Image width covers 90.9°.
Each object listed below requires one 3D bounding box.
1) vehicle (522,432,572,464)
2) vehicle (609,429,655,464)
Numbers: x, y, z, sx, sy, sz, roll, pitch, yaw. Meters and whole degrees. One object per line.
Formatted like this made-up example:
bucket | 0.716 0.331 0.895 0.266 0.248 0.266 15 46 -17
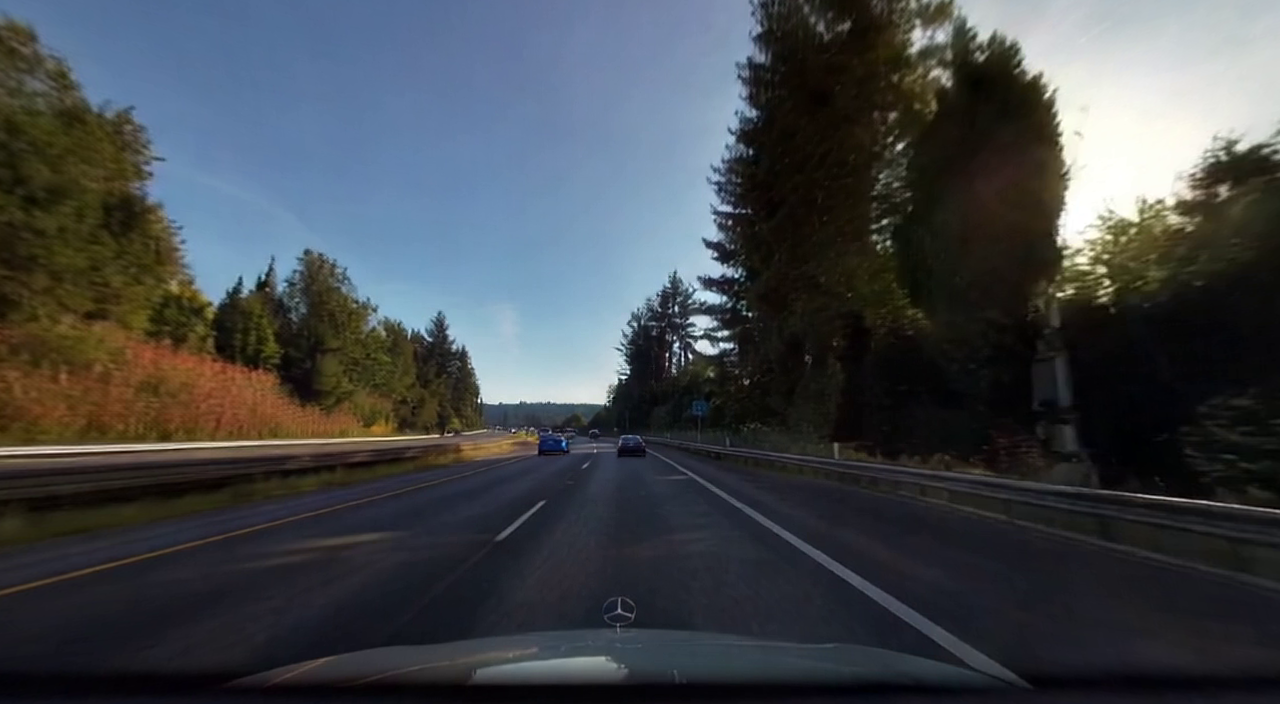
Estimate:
vehicle | -4.716 4.880 32.378 1.975 1.518 4.242 0 -8 -1
vehicle | -0.468 4.749 31.767 2.162 1.616 4.242 0 -8 -2
